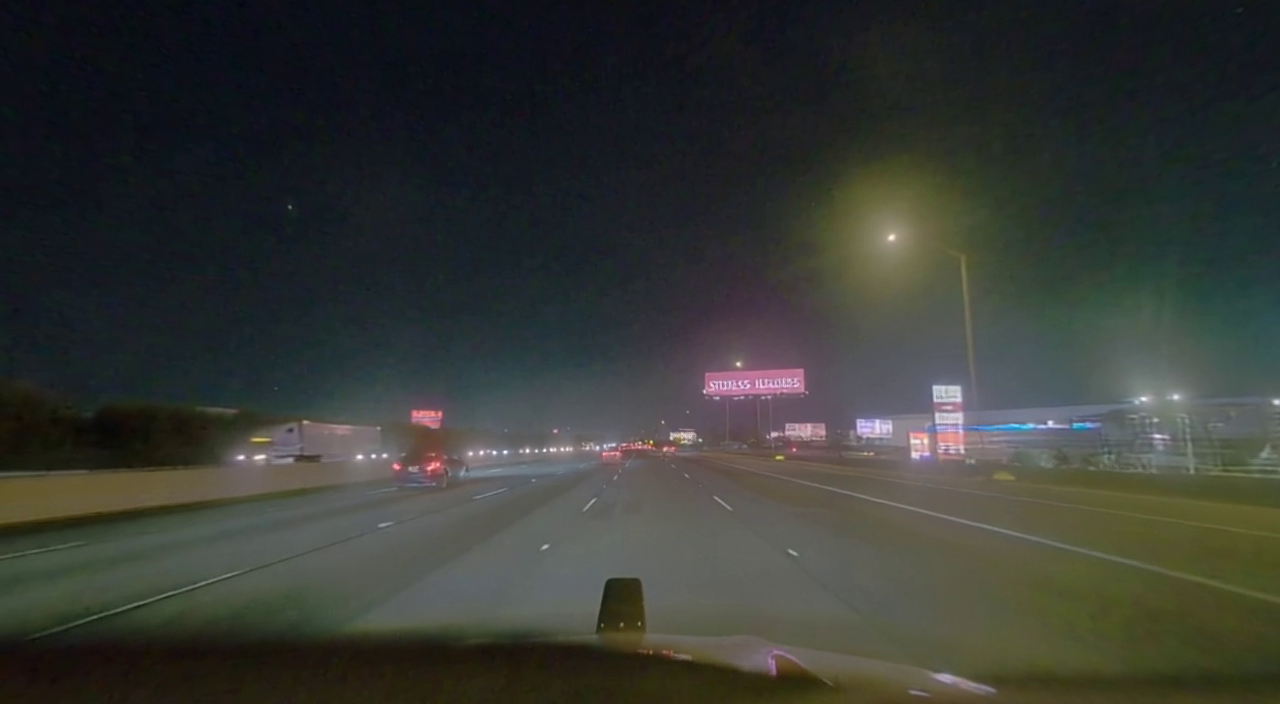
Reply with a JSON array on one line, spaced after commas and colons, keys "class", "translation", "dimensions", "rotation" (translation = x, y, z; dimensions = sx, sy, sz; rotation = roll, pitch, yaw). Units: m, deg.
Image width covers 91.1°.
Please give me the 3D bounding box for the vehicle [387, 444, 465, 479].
[{"class": "vehicle", "translation": [-9.798, 5.028, 29.136], "dimensions": [1.974, 1.513, 4.584], "rotation": [0, -9, 0]}]
